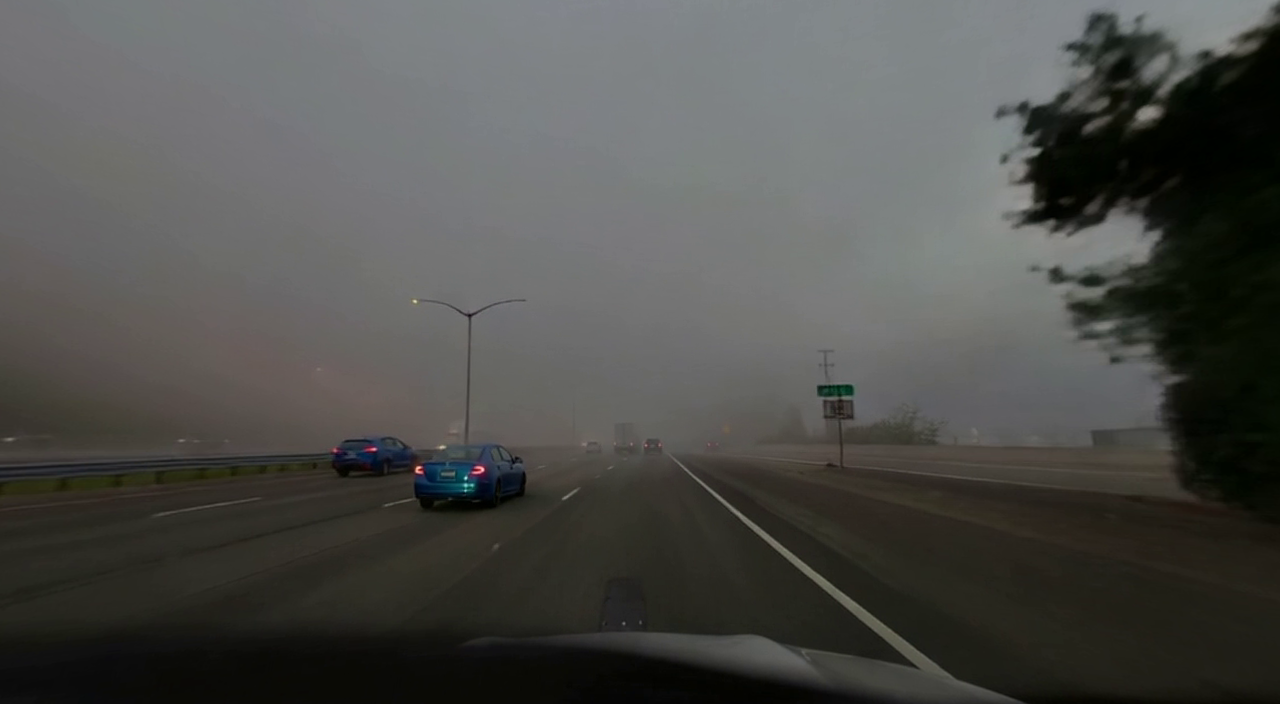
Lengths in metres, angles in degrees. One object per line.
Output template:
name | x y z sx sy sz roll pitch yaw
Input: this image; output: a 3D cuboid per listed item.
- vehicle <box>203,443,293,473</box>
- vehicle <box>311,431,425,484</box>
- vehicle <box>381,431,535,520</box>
vehicle | -22.429 6.067 36.366 1.928 1.563 4.820 -1 -8 3
vehicle | -10.253 3.994 24.317 2.044 1.810 5.016 -1 -8 2
vehicle | -3.476 2.417 12.854 1.953 1.511 3.704 -1 -8 1
